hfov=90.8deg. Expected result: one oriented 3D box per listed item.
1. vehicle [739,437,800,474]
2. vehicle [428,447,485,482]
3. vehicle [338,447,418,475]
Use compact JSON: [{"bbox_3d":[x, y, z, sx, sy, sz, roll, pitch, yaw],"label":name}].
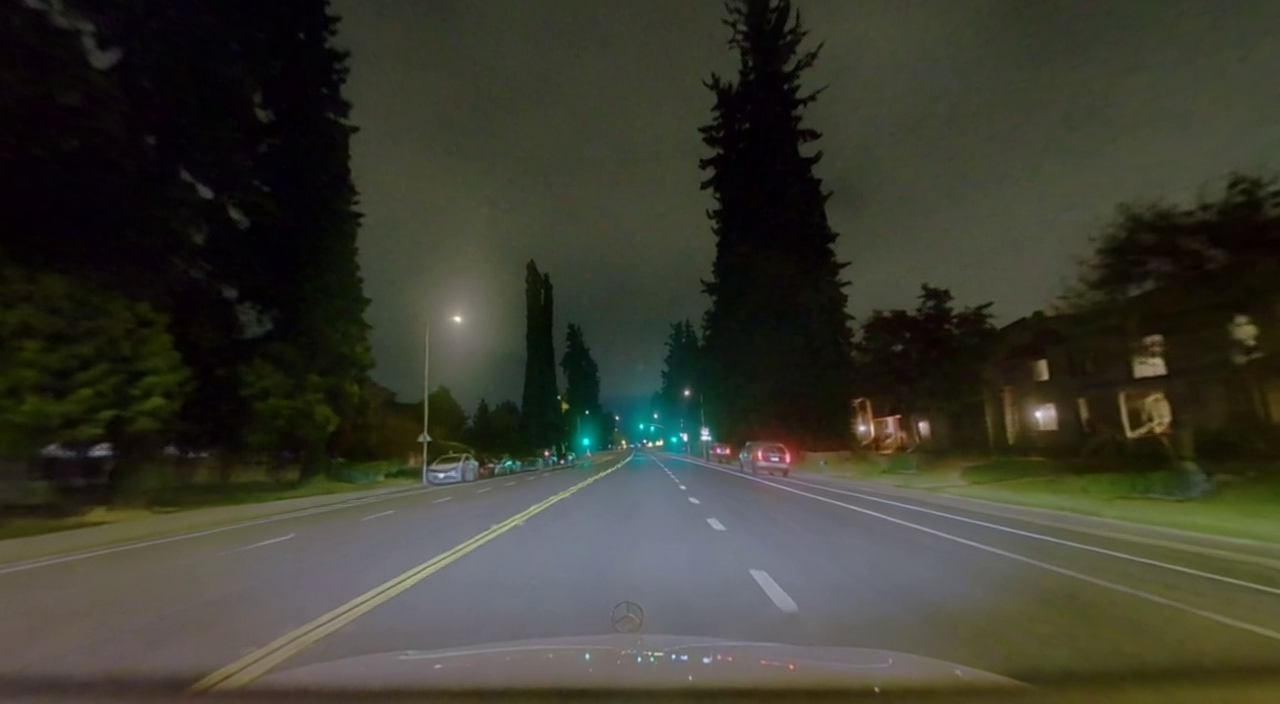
[{"bbox_3d":[7.500,6.048,37.250,2.224,1.956,6.057,0,-8,-1],"label":"vehicle"},{"bbox_3d":[-10.654,6.547,36.975,1.996,1.781,4.139,-3,-9,3],"label":"vehicle"},{"bbox_3d":[-18.351,7.643,44.393,4.699,1.853,2.095,-1,-8,3],"label":"vehicle"}]
